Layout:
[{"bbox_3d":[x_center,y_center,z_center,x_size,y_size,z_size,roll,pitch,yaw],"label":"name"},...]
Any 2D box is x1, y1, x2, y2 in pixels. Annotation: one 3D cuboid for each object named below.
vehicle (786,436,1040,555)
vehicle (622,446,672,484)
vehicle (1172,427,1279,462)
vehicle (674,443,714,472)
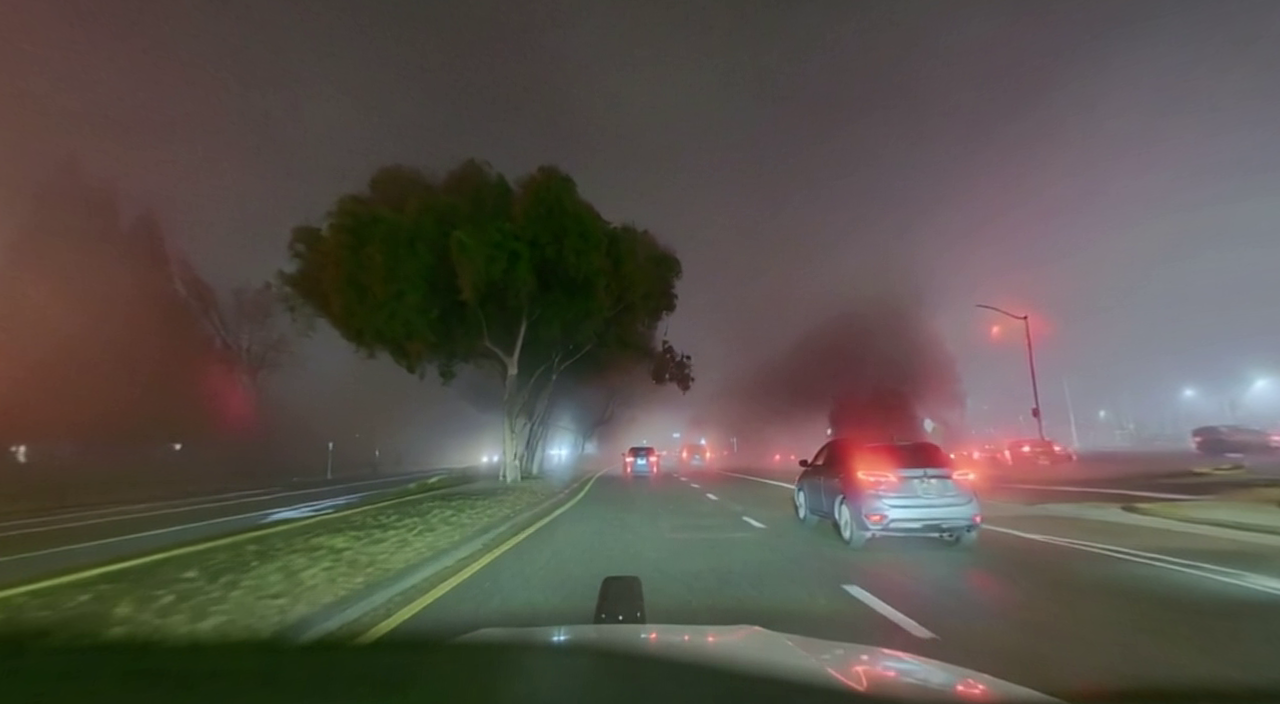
[{"bbox_3d":[3.966,2.142,10.219,2.049,1.473,4.425,0,-8,-1],"label":"vehicle"},{"bbox_3d":[0.303,4.873,27.646,2.034,1.500,3.966,0,-8,0],"label":"vehicle"},{"bbox_3d":[27.519,4.265,29.126,1.963,1.480,4.661,0,-8,1],"label":"vehicle"},{"bbox_3d":[3.507,6.936,41.740,2.107,1.773,4.557,0,-8,-2],"label":"vehicle"}]
